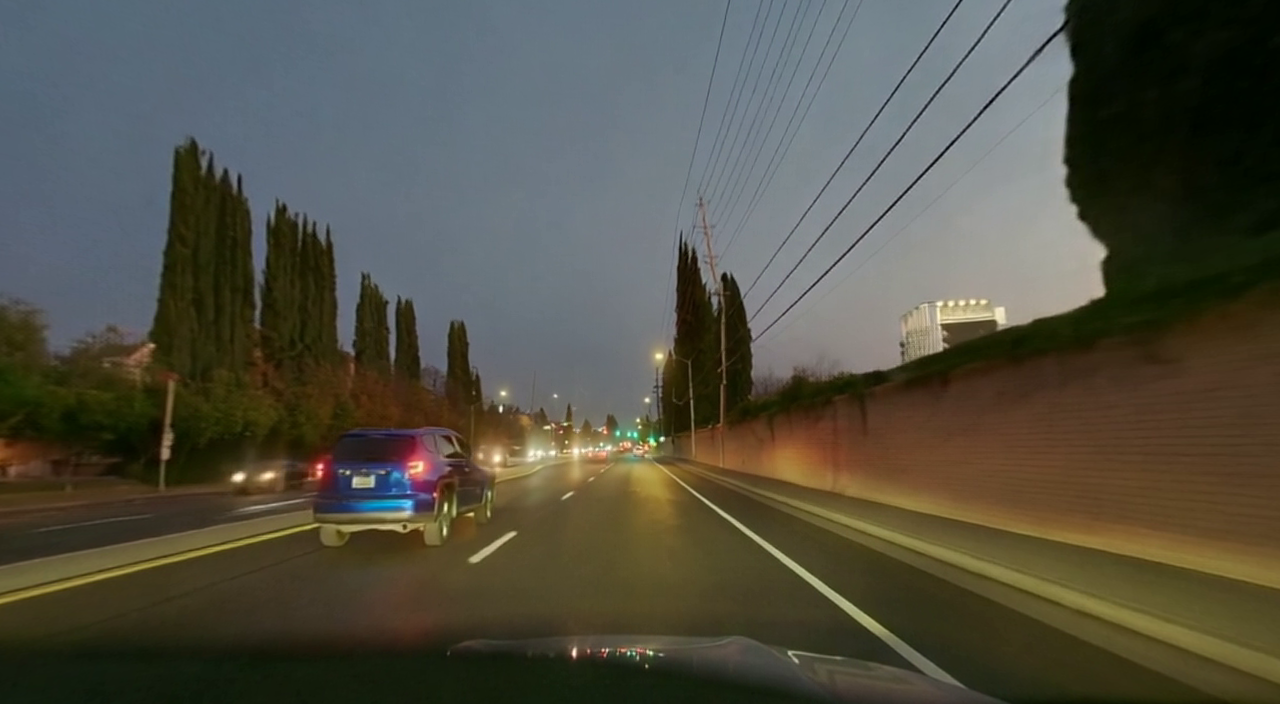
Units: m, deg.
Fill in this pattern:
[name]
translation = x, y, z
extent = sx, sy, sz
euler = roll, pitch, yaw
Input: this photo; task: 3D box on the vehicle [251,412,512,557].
[vehicle]
translation = -3.602, 1.934, 9.965
extent = 2.147, 1.730, 4.555
euler = 0, -8, 0
